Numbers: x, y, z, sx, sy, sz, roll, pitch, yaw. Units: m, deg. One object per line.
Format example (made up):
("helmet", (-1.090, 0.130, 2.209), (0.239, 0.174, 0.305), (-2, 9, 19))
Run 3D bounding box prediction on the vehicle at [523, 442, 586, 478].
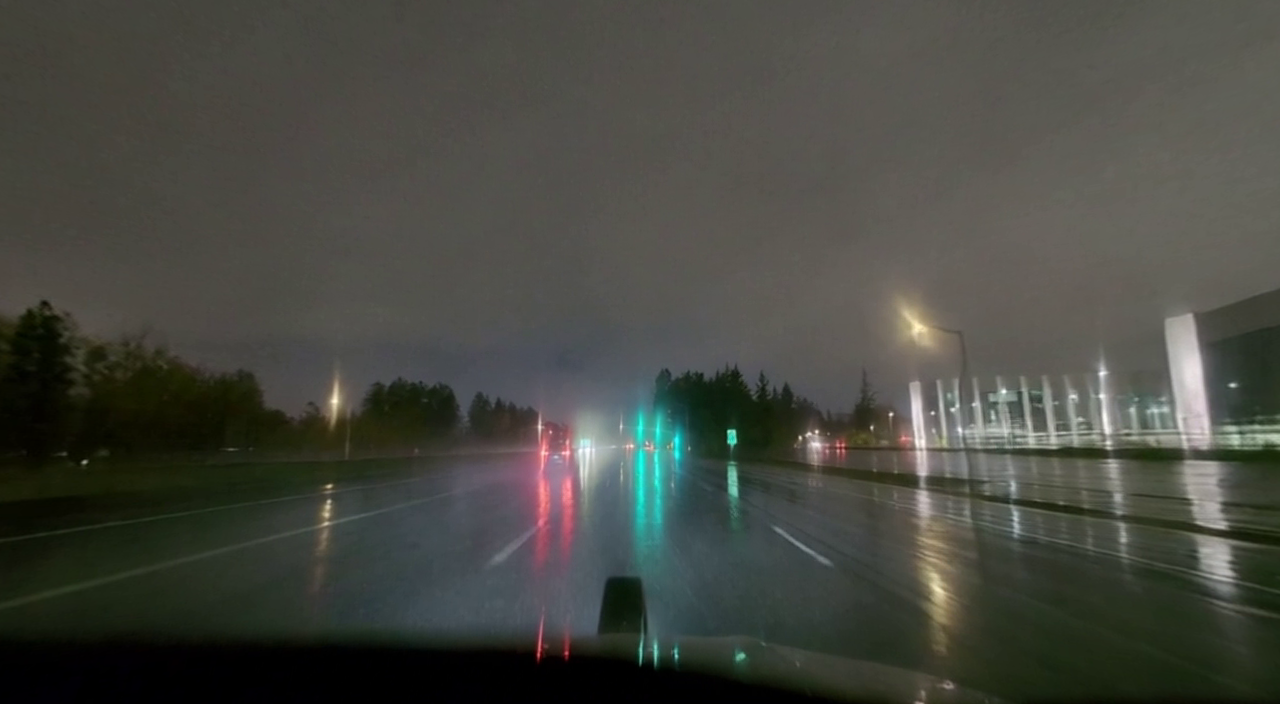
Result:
("vehicle", (-3.682, 4.705, 27.779), (2.128, 1.450, 4.078), (0, -8, 1))
